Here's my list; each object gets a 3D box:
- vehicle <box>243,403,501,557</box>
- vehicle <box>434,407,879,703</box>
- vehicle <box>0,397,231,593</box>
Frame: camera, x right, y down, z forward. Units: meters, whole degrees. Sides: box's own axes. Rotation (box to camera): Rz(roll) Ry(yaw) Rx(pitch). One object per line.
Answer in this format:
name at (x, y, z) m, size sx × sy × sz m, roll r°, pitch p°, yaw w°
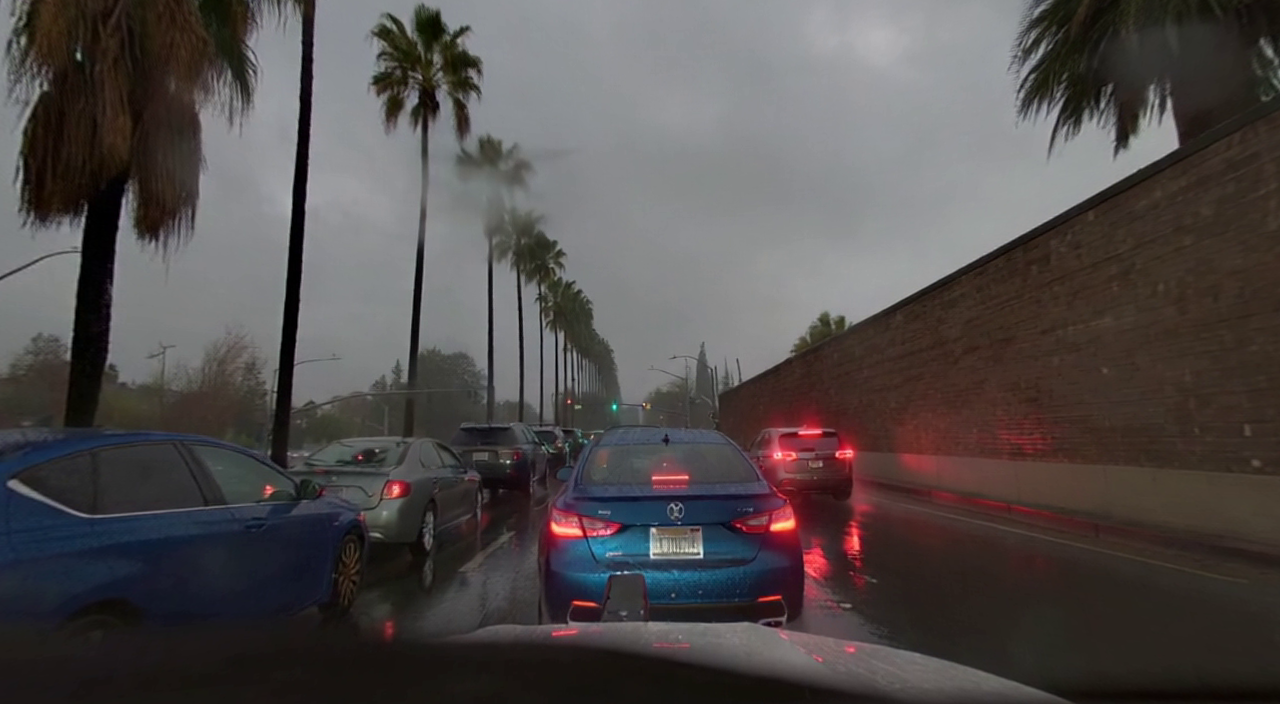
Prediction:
vehicle at (-3.518, 1.769, 9.299) m, size 2.055 × 1.746 × 4.136 m, roll 0°, pitch -8°, yaw -1°
vehicle at (0.040, 1.327, 5.212) m, size 2.128 × 1.473 × 4.272 m, roll 0°, pitch -8°, yaw -1°
vehicle at (-6.672, 1.391, 6.396) m, size 1.963 × 1.721 × 4.662 m, roll 0°, pitch -8°, yaw -2°
